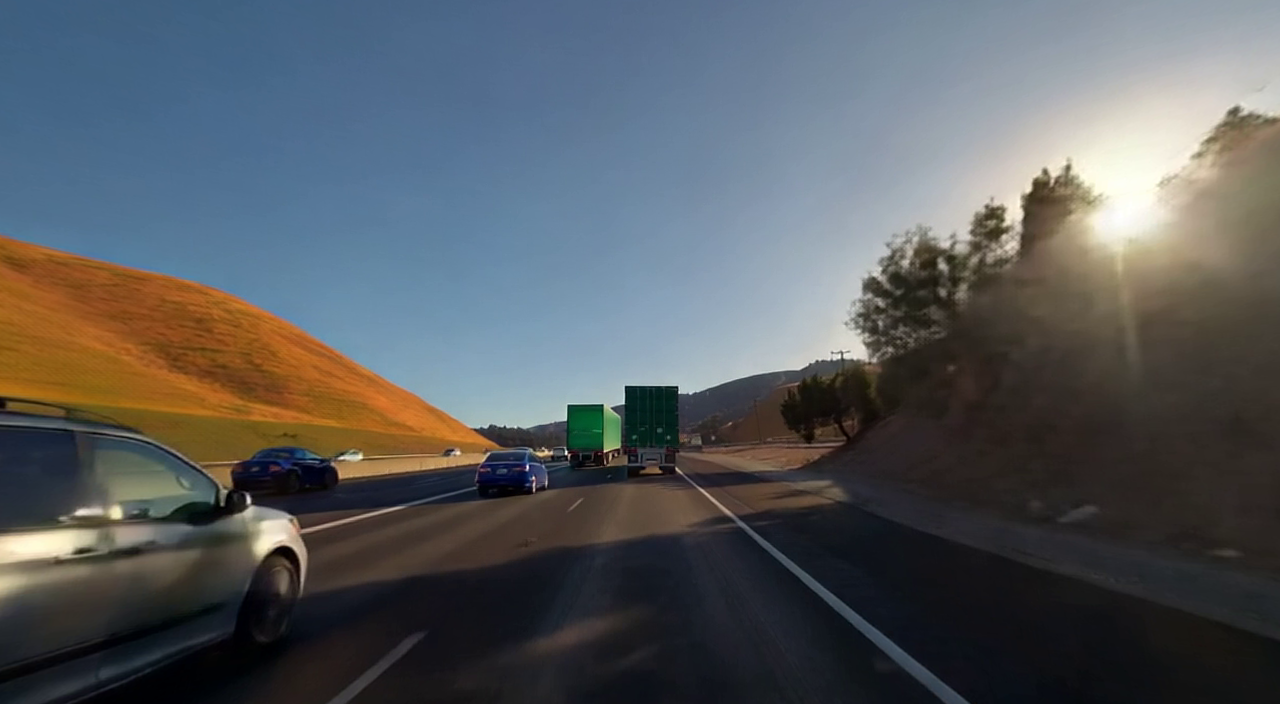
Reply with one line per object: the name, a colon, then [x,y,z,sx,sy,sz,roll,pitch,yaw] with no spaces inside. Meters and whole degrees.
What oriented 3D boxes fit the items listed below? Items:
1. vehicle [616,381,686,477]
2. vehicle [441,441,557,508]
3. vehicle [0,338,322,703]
vehicle: [0.617,4.002,31.860,2.913,3.988,10.874,0,-8,2]
vehicle: [-3.359,2.982,15.929,1.950,1.446,4.224,0,-8,0]
vehicle: [-3.783,0.852,2.773,2.136,1.779,4.875,0,-8,1]
